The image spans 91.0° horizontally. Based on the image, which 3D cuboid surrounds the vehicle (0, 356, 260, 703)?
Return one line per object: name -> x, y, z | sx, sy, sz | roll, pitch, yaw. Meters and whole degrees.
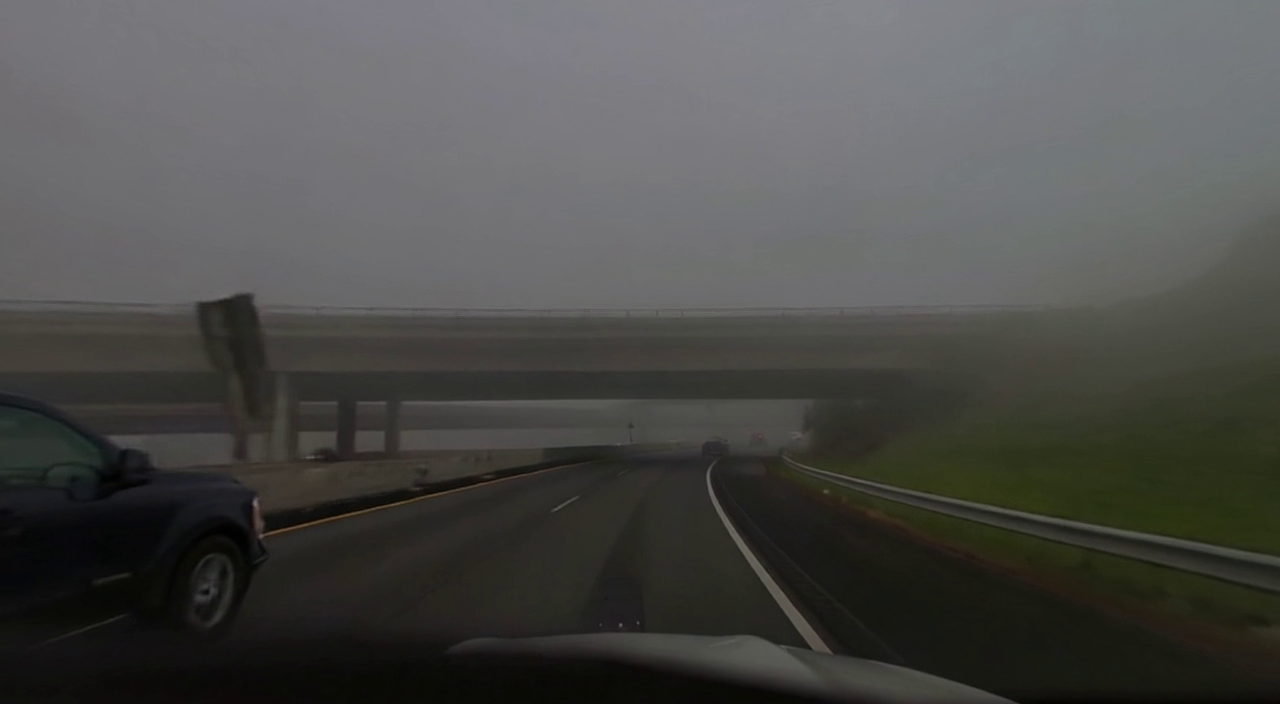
vehicle -> -3.671, 0.723, 1.757 | 2.106, 1.640, 4.853 | 0, -9, 1
